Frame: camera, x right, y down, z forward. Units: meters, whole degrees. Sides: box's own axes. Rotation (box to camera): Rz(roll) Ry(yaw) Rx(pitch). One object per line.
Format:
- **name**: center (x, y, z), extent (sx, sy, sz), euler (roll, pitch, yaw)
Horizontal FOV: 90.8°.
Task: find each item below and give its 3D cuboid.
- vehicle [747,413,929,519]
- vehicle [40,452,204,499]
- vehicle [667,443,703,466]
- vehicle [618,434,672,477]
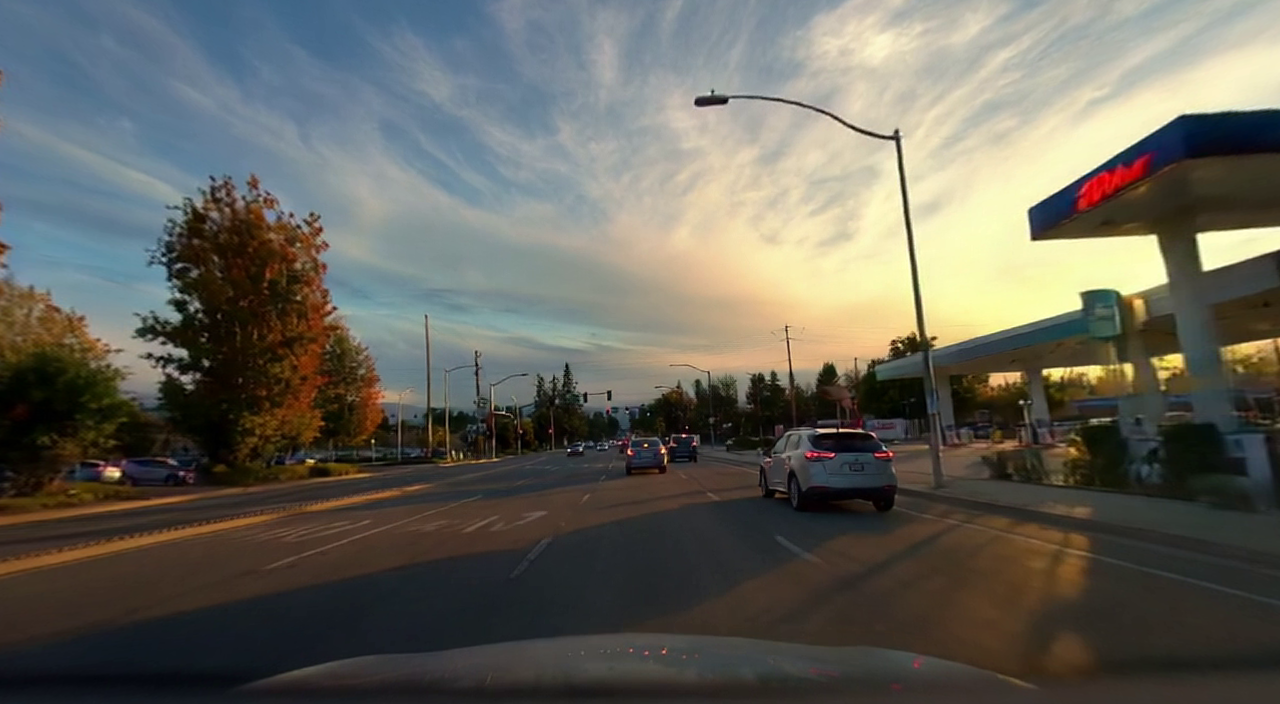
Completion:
- **vehicle**: center (3.807, 2.318, 13.353), extent (2.116, 1.791, 5.006), euler (0, -8, -1)
- **vehicle**: center (-24.363, 5.752, 30.062), extent (2.100, 1.937, 5.517), euler (-4, -9, 26)
- **vehicle**: center (2.716, 6.345, 39.242), extent (1.822, 1.331, 3.583), euler (0, -8, -2)
- **vehicle**: center (0.121, 4.435, 27.312), extent (2.164, 1.718, 3.881), euler (0, -8, -2)
